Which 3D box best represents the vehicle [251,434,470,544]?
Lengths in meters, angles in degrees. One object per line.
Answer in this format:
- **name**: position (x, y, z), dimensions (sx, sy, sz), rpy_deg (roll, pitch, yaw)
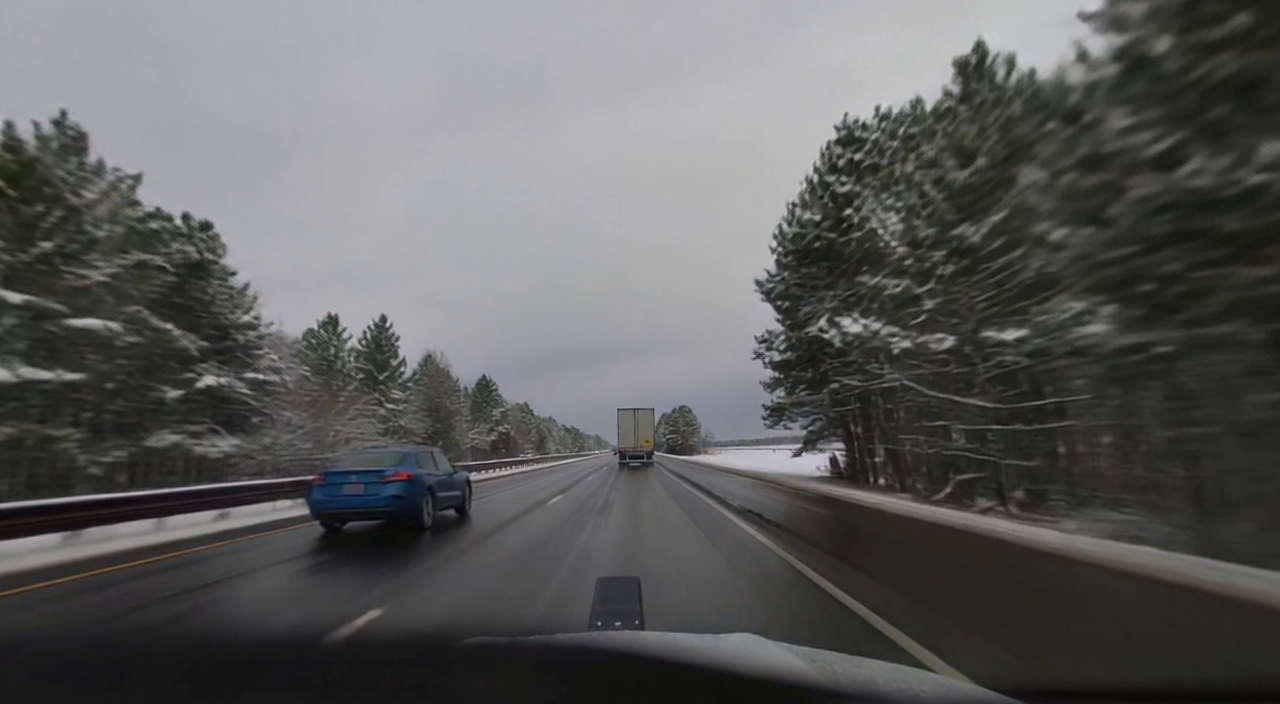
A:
- **vehicle**: position (-4.377, 2.191, 10.653), dimensions (1.937, 1.493, 3.779), rpy_deg (0, -9, 0)
